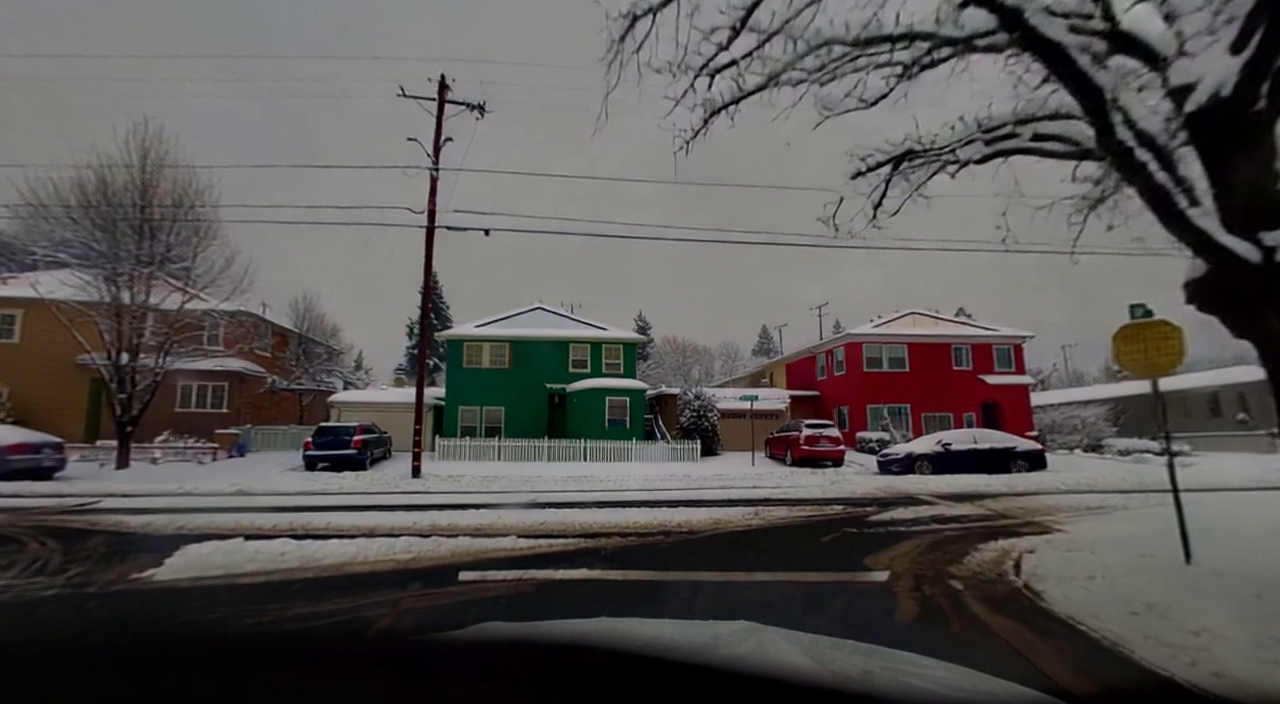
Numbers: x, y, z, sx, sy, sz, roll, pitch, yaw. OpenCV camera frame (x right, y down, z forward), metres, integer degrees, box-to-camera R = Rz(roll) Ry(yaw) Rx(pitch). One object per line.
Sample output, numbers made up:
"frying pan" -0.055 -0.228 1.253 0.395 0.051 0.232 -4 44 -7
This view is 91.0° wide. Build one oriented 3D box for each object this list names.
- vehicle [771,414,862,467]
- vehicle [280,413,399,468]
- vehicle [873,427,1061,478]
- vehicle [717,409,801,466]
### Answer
"vehicle" 6.446 3.287 23.471 2.053 1.756 4.034 0 -8 -2
"vehicle" -10.578 3.204 22.638 2.091 1.760 4.760 0 -9 -2
"vehicle" 9.933 3.092 19.426 4.644 1.482 1.997 0 -9 0
"vehicle" 4.266 3.114 23.312 2.081 1.891 4.367 0 -6 -2
